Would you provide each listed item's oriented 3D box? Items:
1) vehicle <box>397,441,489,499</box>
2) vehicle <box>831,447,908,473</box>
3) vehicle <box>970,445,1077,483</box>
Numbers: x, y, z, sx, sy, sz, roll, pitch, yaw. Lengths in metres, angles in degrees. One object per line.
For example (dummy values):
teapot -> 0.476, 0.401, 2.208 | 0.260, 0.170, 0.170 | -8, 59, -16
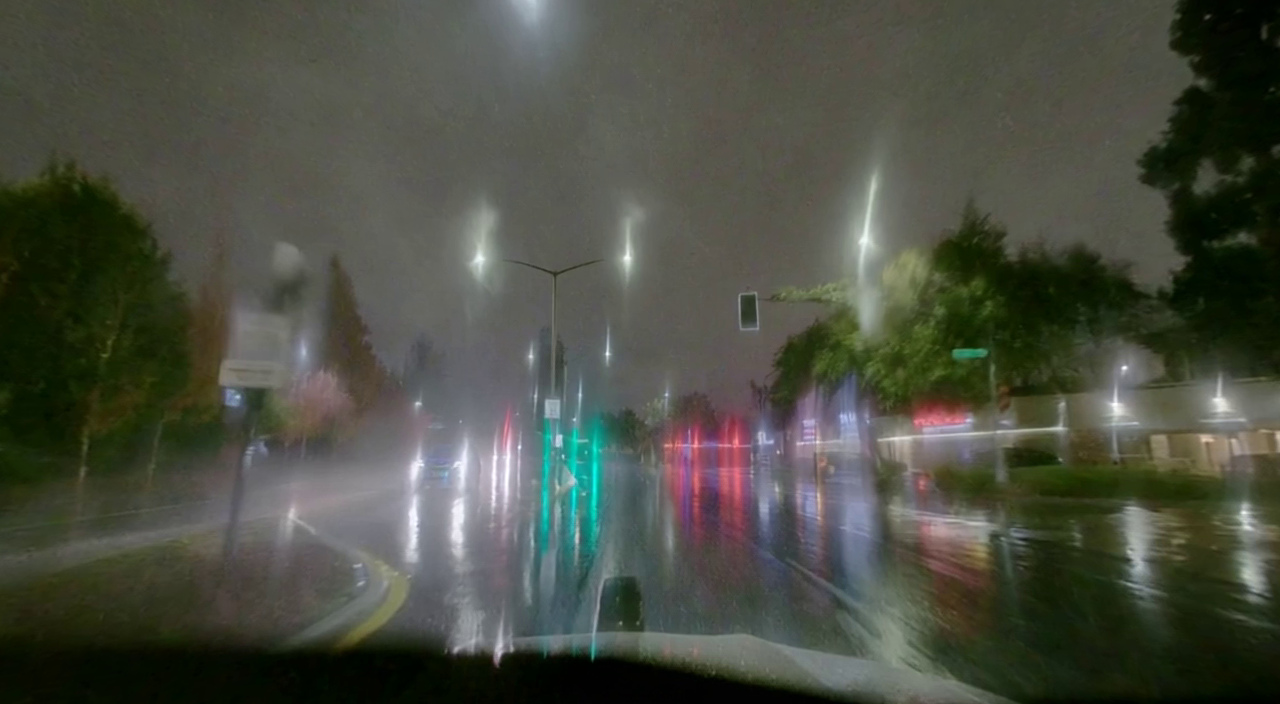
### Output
vehicle -> -6.390, 3.842, 21.068 | 2.057, 1.709, 4.590 | 1, -9, -7
vehicle -> 16.012, 7.553, 44.251 | 4.481, 1.685, 2.195 | 2, -10, -6
vehicle -> 20.077, 5.803, 33.009 | 5.672, 1.821, 2.180 | 5, -10, -30
